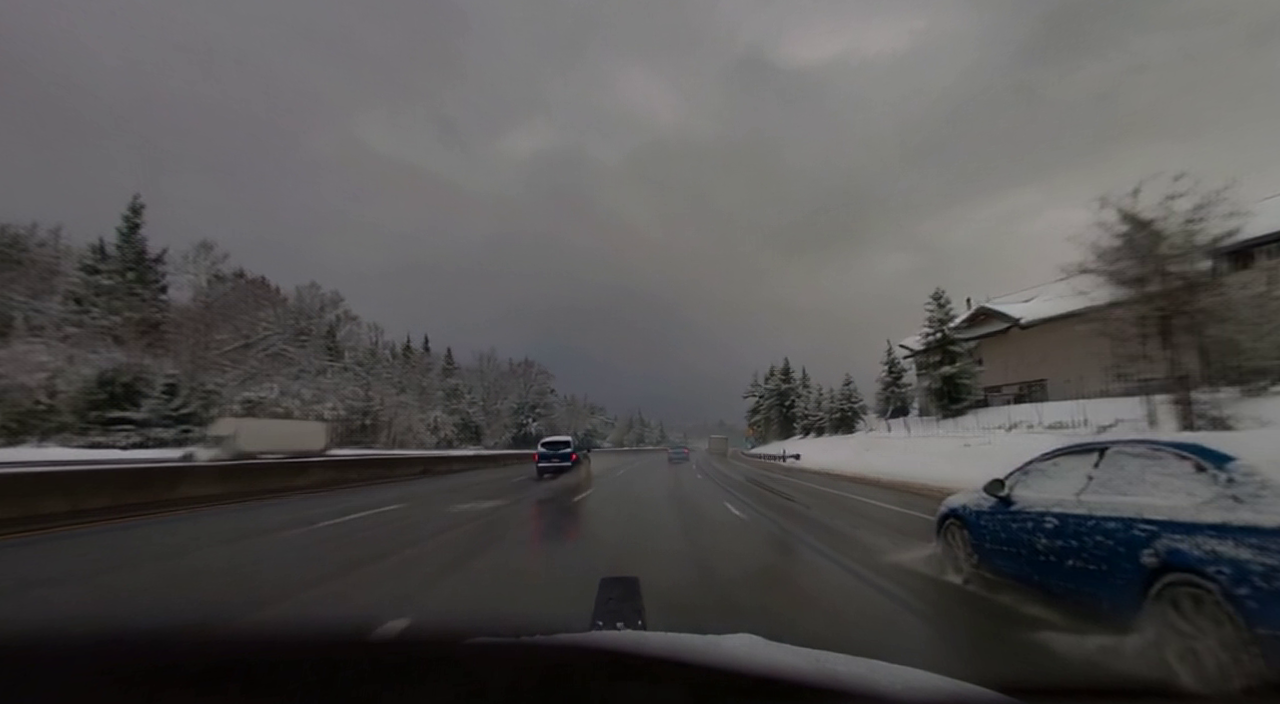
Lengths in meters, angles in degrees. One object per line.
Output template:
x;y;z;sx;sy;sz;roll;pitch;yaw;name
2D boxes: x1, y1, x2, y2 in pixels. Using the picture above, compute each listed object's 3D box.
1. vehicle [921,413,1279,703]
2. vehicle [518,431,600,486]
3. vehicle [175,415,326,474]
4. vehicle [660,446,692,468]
3.998;1.246;4.246;2.131;1.497;4.456;0;-9;0;vehicle
-2.879;3.952;23.737;2.185;1.823;4.854;0;-9;3;vehicle
-23.622;5.729;39.067;3.071;3.203;8.905;-1;-9;4;vehicle
2.573;7.320;44.240;2.158;1.458;3.656;-1;-9;5;vehicle
